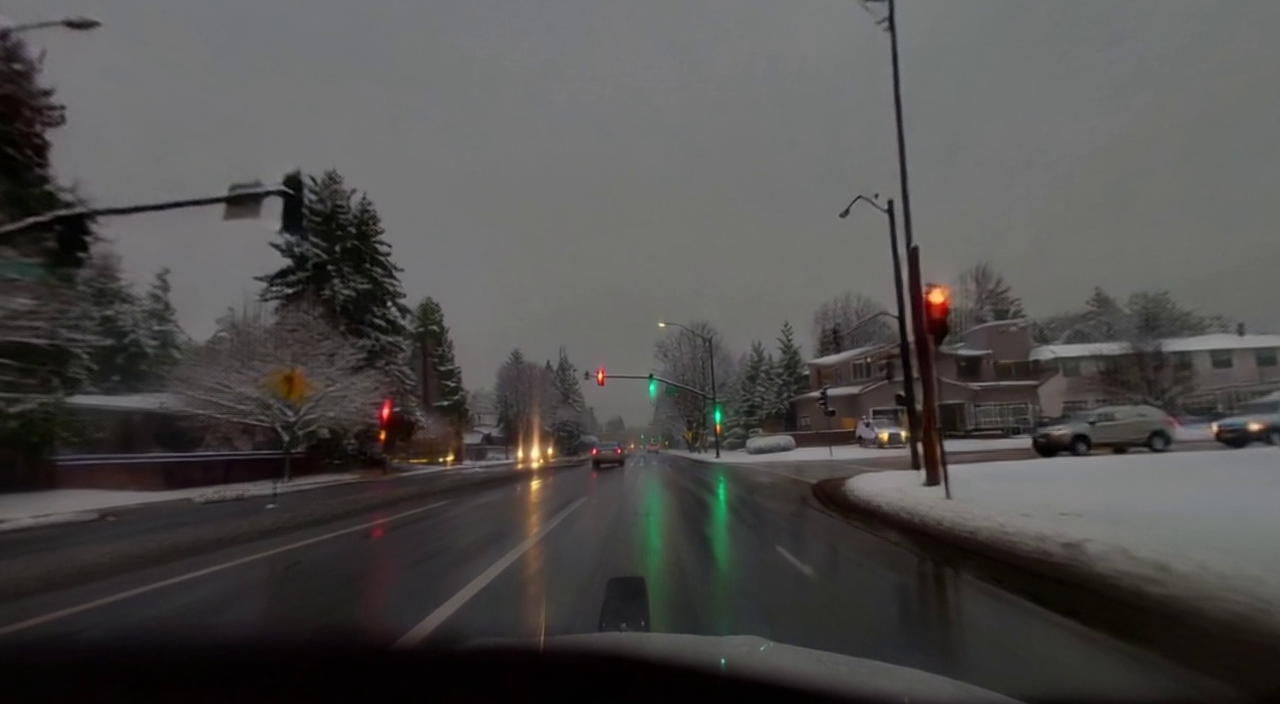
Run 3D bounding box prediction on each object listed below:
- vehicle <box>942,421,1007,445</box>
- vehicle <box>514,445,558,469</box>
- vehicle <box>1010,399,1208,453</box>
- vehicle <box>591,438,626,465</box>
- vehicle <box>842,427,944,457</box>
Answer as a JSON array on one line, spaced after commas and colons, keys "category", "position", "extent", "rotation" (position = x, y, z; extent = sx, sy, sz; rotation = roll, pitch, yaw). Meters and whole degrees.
[{"category": "vehicle", "position": [23.475, 5.756, 44.418], "extent": [1.809, 1.477, 4.381], "rotation": [-3, -8, -5]}, {"category": "vehicle", "position": [-7.159, 7.274, 43.849], "extent": [2.122, 1.602, 4.369], "rotation": [-1, -8, 2]}, {"category": "vehicle", "position": [18.943, 3.041, 25.687], "extent": [6.313, 2.043, 2.272], "rotation": [0, -8, -3]}, {"category": "vehicle", "position": [-2.150, 6.905, 43.822], "extent": [2.084, 1.701, 4.734], "rotation": [-1, -8, 1]}, {"category": "vehicle", "position": [13.468, 4.828, 33.749], "extent": [4.665, 1.498, 1.866], "rotation": [0, -8, -3]}]
